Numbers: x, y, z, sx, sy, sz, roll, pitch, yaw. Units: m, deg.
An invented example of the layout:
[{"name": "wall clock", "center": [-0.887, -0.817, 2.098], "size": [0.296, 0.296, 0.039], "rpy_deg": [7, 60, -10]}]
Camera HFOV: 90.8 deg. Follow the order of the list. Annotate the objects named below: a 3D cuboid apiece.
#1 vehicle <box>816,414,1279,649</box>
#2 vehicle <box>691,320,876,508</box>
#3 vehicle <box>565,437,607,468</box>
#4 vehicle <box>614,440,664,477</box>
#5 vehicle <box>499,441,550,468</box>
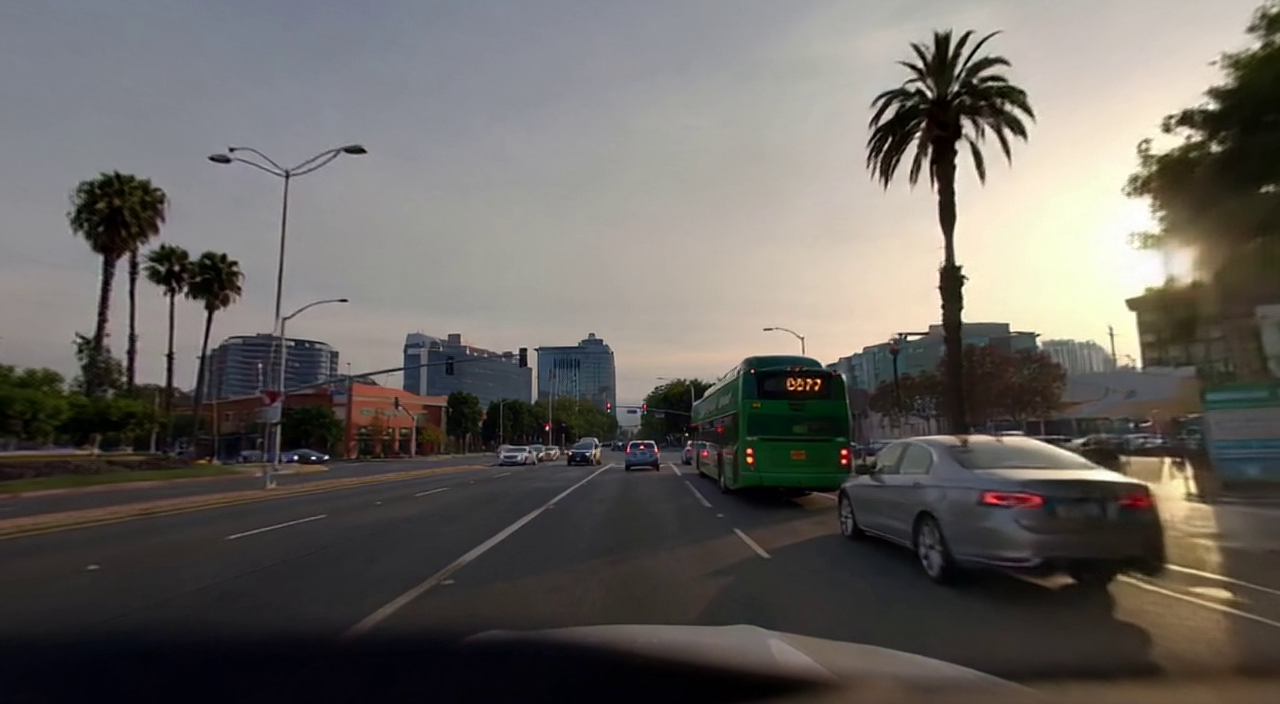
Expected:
[{"name": "vehicle", "center": [3.610, 1.561, 6.743], "size": [1.965, 1.519, 5.078], "rpy_deg": [0, -9, -1]}, {"name": "vehicle", "center": [3.581, 2.312, 20.320], "size": [2.970, 4.015, 13.606], "rpy_deg": [0, -9, 1]}, {"name": "vehicle", "center": [-3.141, 5.976, 37.671], "size": [2.020, 1.721, 4.366], "rpy_deg": [0, -9, 2]}, {"name": "vehicle", "center": [-0.002, 4.635, 27.750], "size": [2.060, 1.499, 3.831], "rpy_deg": [0, -9, 1]}, {"name": "vehicle", "center": [-6.754, 6.062, 37.525], "size": [1.927, 1.480, 4.832], "rpy_deg": [0, -9, 2]}]
